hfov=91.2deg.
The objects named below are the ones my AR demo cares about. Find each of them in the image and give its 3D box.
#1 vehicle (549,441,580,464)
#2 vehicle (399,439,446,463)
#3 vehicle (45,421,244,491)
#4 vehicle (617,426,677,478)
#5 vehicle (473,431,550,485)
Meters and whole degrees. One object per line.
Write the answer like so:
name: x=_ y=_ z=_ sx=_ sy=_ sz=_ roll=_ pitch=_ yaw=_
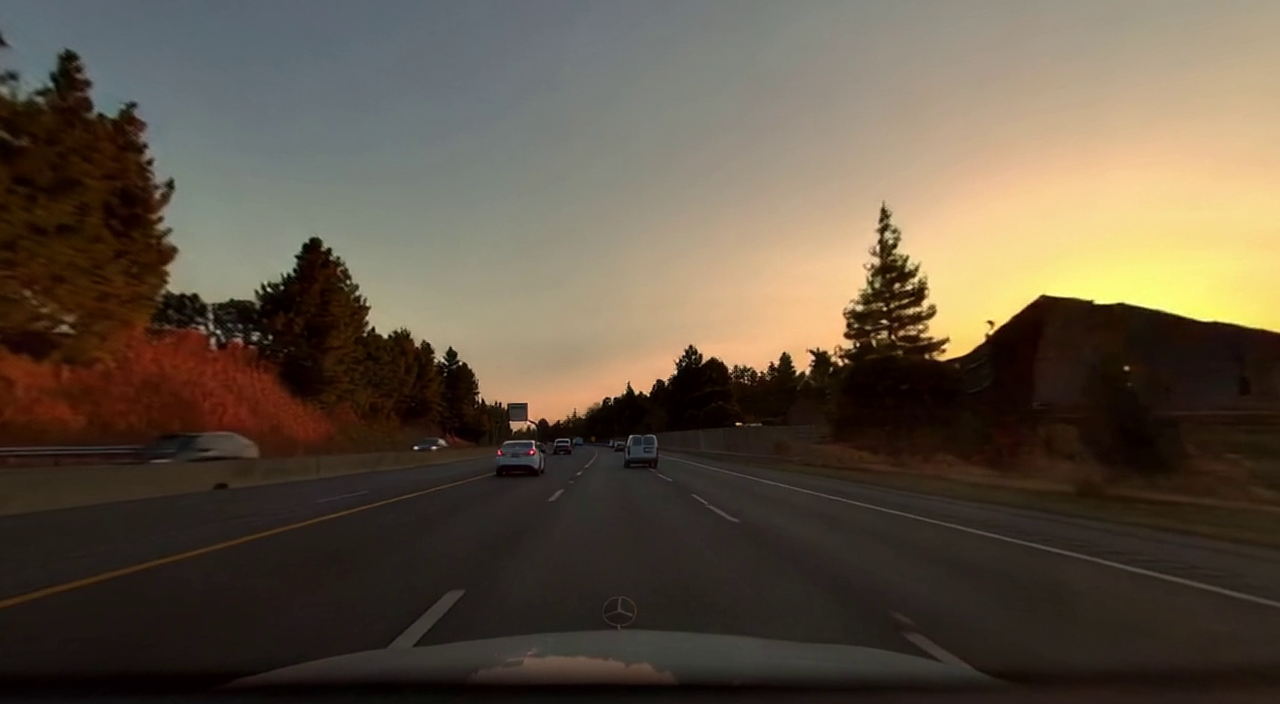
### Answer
vehicle: x=-5.379 y=7.231 z=45.205 sx=1.809 sy=1.510 sz=4.235 roll=0 pitch=-9 yaw=-2
vehicle: x=-15.016 y=6.871 z=43.504 sx=1.912 sy=1.511 sz=4.174 roll=0 pitch=-9 yaw=-2
vehicle: x=-13.332 y=2.848 z=17.325 sx=1.915 sy=1.638 sz=4.443 roll=0 pitch=-9 yaw=-1
vehicle: x=0.192 y=4.111 z=25.860 sx=2.179 sy=1.930 sz=4.538 roll=0 pitch=-9 yaw=-3
vehicle: x=-4.478 y=3.780 z=22.523 sx=1.963 sy=1.711 sz=4.284 roll=0 pitch=-9 yaw=-2
